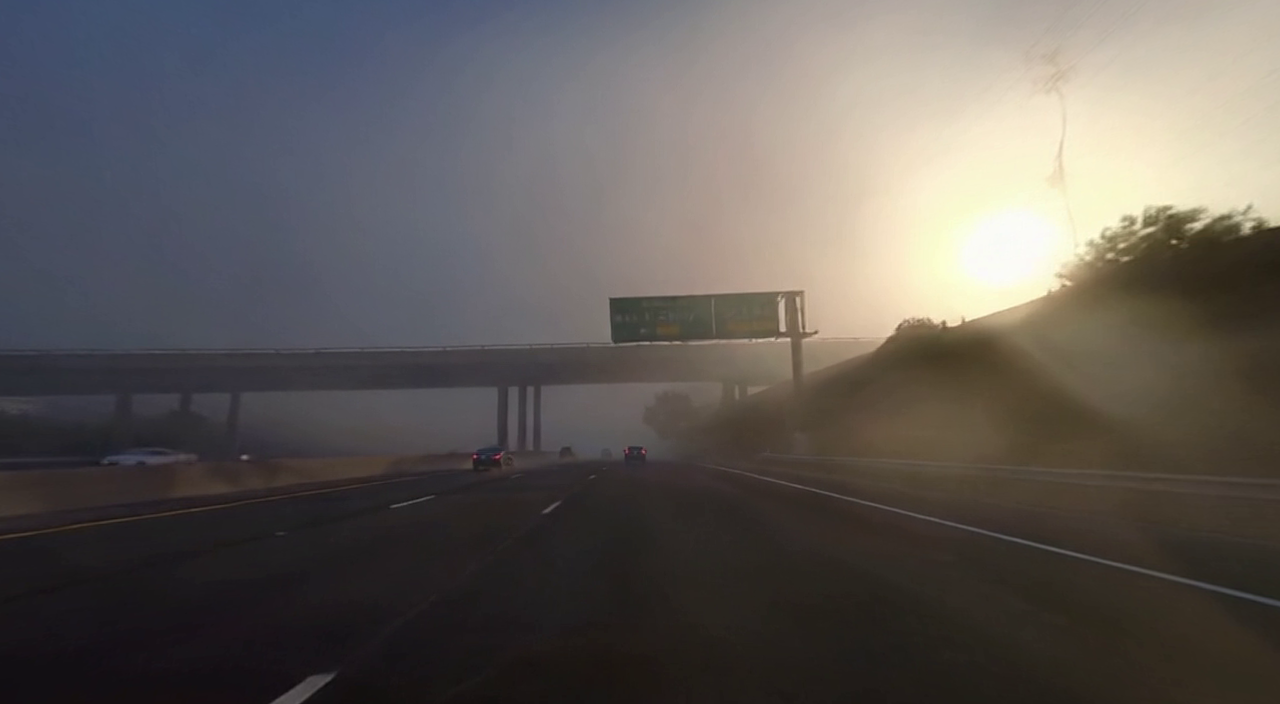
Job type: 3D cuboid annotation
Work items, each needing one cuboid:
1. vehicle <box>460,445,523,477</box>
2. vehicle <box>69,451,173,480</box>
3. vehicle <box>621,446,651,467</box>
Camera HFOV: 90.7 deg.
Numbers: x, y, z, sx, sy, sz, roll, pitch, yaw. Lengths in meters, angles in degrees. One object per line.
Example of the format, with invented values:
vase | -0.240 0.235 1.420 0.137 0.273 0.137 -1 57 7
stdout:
vehicle | -7.238 5.369 31.403 1.994 1.487 4.605 0 -9 0
vehicle | -28.552 6.242 35.066 1.841 1.468 4.634 0 -9 0
vehicle | -0.344 7.672 46.599 2.086 1.472 4.168 0 -9 -1
